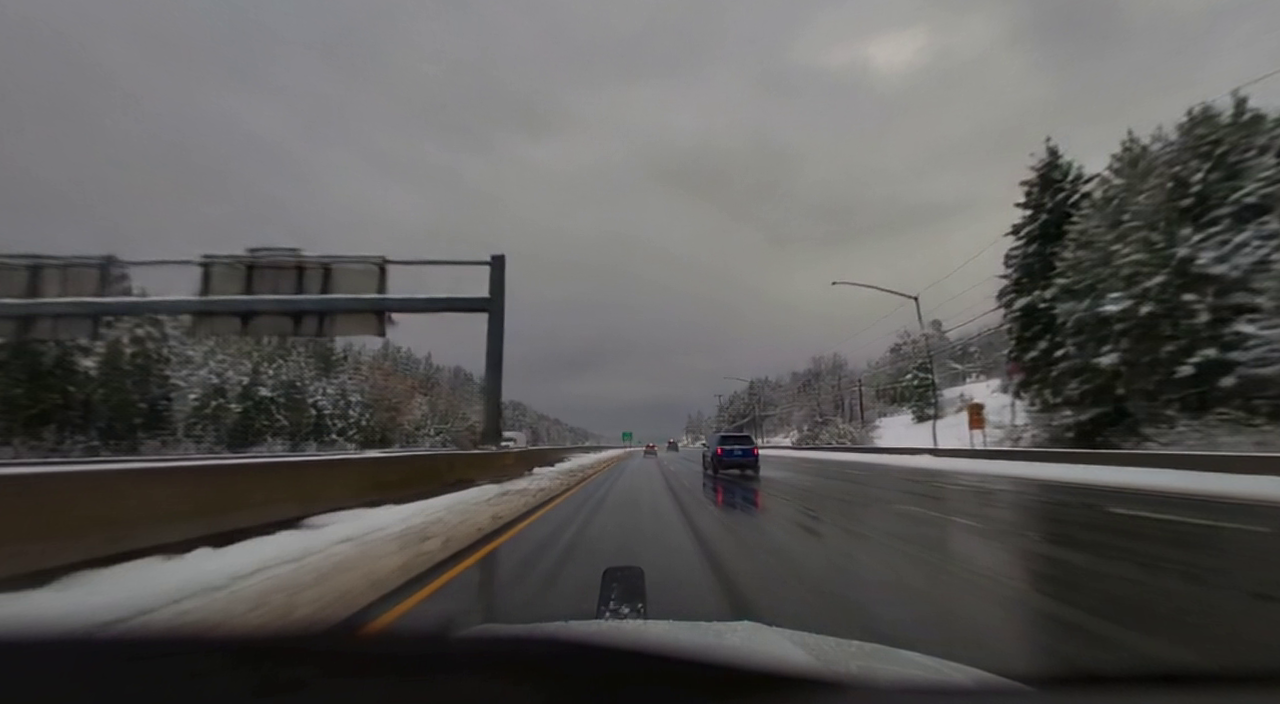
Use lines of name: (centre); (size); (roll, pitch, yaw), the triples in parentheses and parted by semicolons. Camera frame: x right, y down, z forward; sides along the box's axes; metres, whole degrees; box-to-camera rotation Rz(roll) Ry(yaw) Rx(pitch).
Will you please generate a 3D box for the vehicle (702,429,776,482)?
vehicle: (3.731, 3.985, 24.562); (2.120, 1.832, 4.287); (0, -8, -1)
